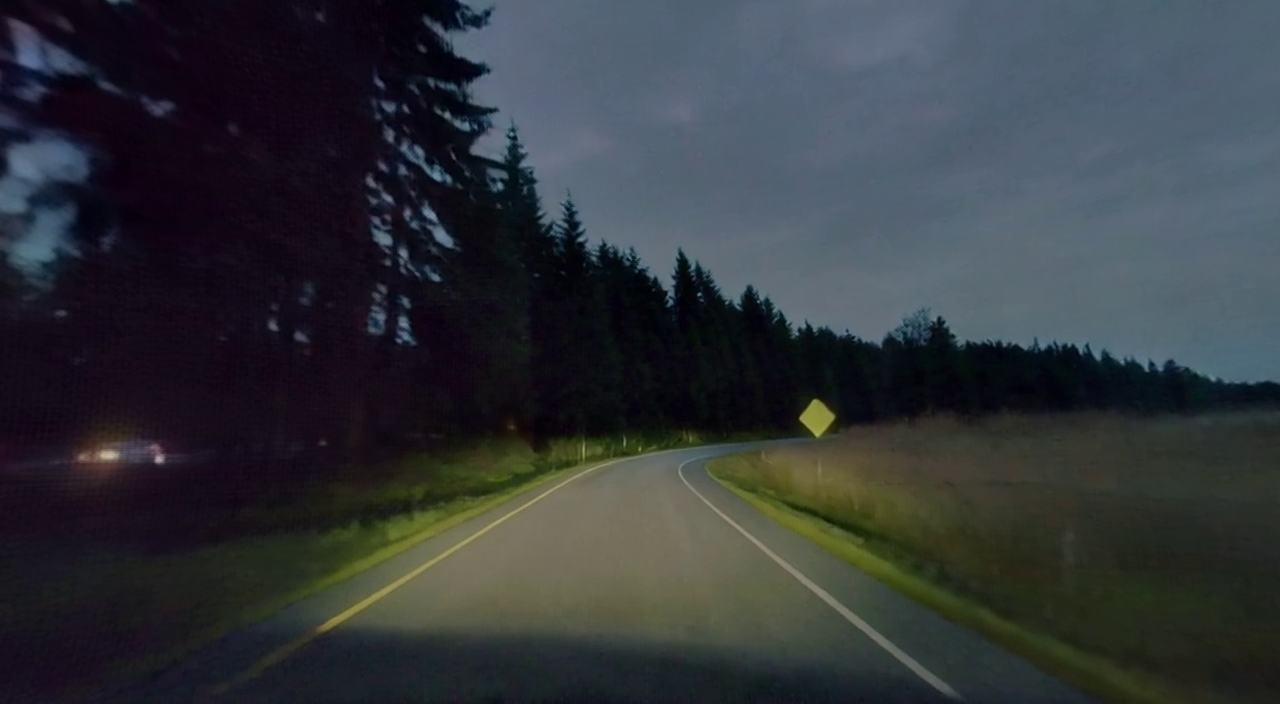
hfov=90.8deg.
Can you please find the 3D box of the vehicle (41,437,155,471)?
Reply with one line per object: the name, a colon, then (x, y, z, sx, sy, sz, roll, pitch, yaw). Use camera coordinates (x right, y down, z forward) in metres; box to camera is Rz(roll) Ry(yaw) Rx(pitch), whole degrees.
vehicle: (-29.994, 5.651, 35.269, 1.885, 1.719, 5.522, 1, -9, -6)
